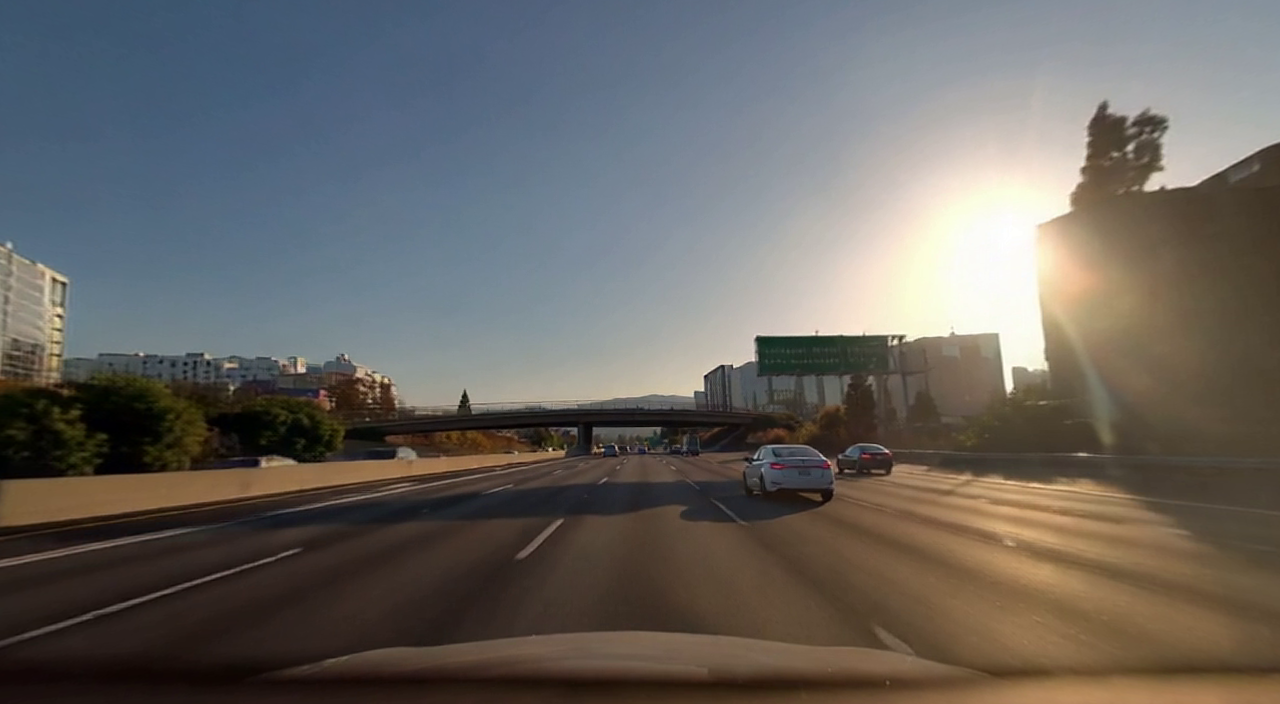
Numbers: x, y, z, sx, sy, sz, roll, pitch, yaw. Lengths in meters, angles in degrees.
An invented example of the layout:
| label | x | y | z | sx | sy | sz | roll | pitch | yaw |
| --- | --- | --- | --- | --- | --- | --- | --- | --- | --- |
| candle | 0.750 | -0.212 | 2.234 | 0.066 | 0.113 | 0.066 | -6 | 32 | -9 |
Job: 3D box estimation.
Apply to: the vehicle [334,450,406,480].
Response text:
| label | x | y | z | sx | sy | sz | roll | pitch | yaw |
| --- | --- | --- | --- | --- | --- | --- | --- | --- | --- |
| vehicle | -14.486 | 6.081 | 34.180 | 1.919 | 1.470 | 4.452 | 0 | -8 | 0 |

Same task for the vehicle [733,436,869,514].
| label | x | y | z | sx | sy | sz | roll | pitch | yaw |
| --- | --- | --- | --- | --- | --- | --- | --- | --- | --- |
| vehicle | 3.462 | 2.723 | 14.452 | 1.961 | 1.504 | 4.094 | 0 | -9 | -1 |

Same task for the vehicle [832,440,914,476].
| label | x | y | z | sx | sy | sz | roll | pitch | yaw |
| --- | --- | --- | --- | --- | --- | --- | --- | --- | --- |
| vehicle | 10.564 | 4.836 | 29.048 | 2.019 | 1.529 | 4.385 | 0 | -9 | -1 |

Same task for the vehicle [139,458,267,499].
| label | x | y | z | sx | sy | sz | roll | pitch | yaw |
| --- | --- | --- | --- | --- | --- | --- | --- | --- | --- |
| vehicle | -18.749 | 5.424 | 27.435 | 1.972 | 1.516 | 4.973 | 0 | -9 | 0 |
